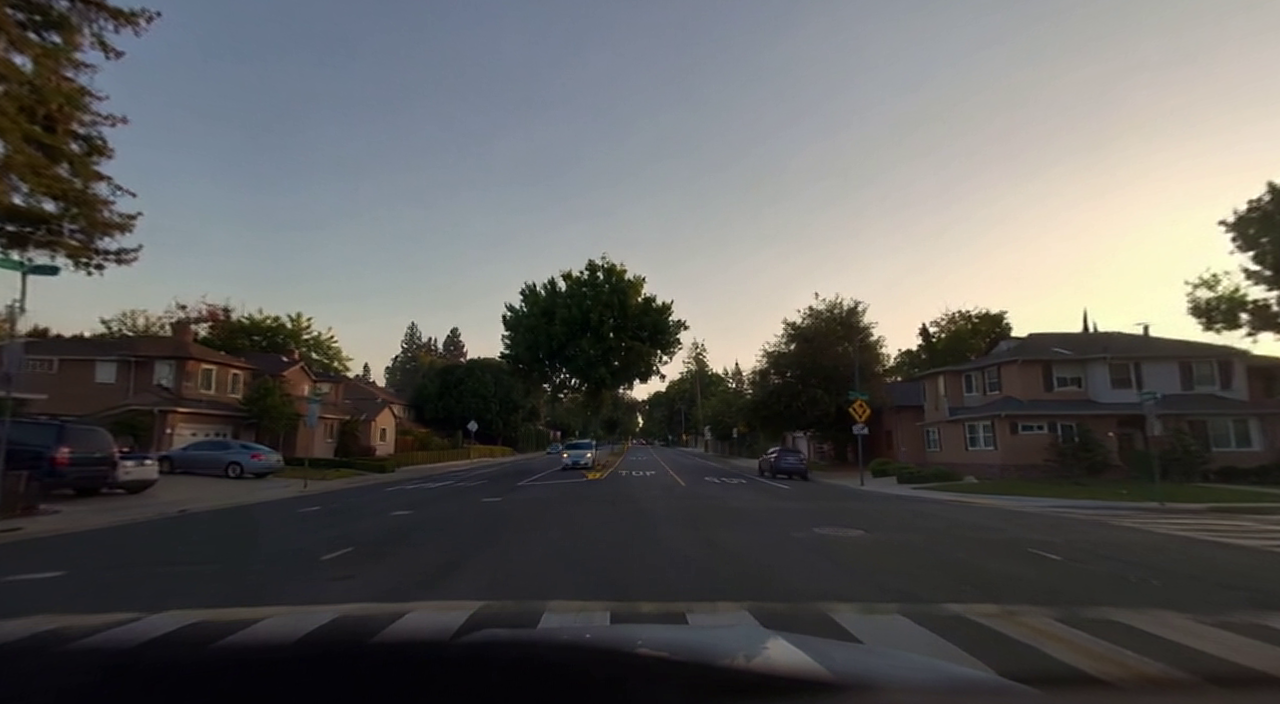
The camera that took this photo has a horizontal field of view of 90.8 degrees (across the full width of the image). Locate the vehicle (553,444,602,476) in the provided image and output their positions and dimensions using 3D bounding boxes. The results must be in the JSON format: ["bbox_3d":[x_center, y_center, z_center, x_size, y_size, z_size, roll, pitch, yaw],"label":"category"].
[{"bbox_3d":[-3.028,5.338,31.432,2.014,1.499,3.999,0,-9,0],"label":"vehicle"}]

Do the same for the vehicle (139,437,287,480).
[{"bbox_3d":[-17.919,4.492,26.715,4.743,1.734,1.994,0,-9,-1],"label":"vehicle"}]

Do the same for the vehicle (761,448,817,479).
[{"bbox_3d":[8.020,6.001,34.432,2.029,1.554,4.705,0,-9,1],"label":"vehicle"}]

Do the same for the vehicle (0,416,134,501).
[{"bbox_3d":[-17.917,3.017,18.070,4.800,2.259,2.303,0,-9,0],"label":"vehicle"}]
